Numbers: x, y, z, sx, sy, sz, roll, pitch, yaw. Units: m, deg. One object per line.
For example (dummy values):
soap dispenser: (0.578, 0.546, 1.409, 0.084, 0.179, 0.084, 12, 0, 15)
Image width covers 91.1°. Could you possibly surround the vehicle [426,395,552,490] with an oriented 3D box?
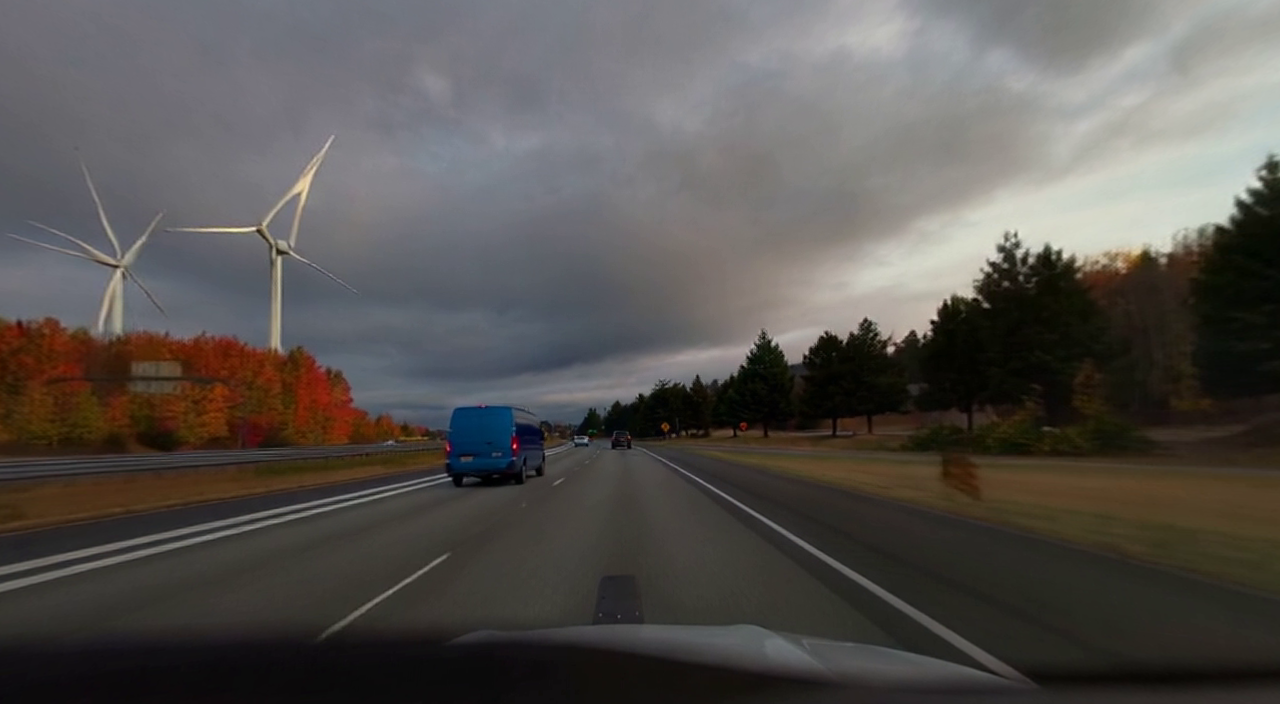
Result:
vehicle: (-4.052, 2.554, 17.981, 2.303, 2.323, 5.089, 0, -8, 0)
